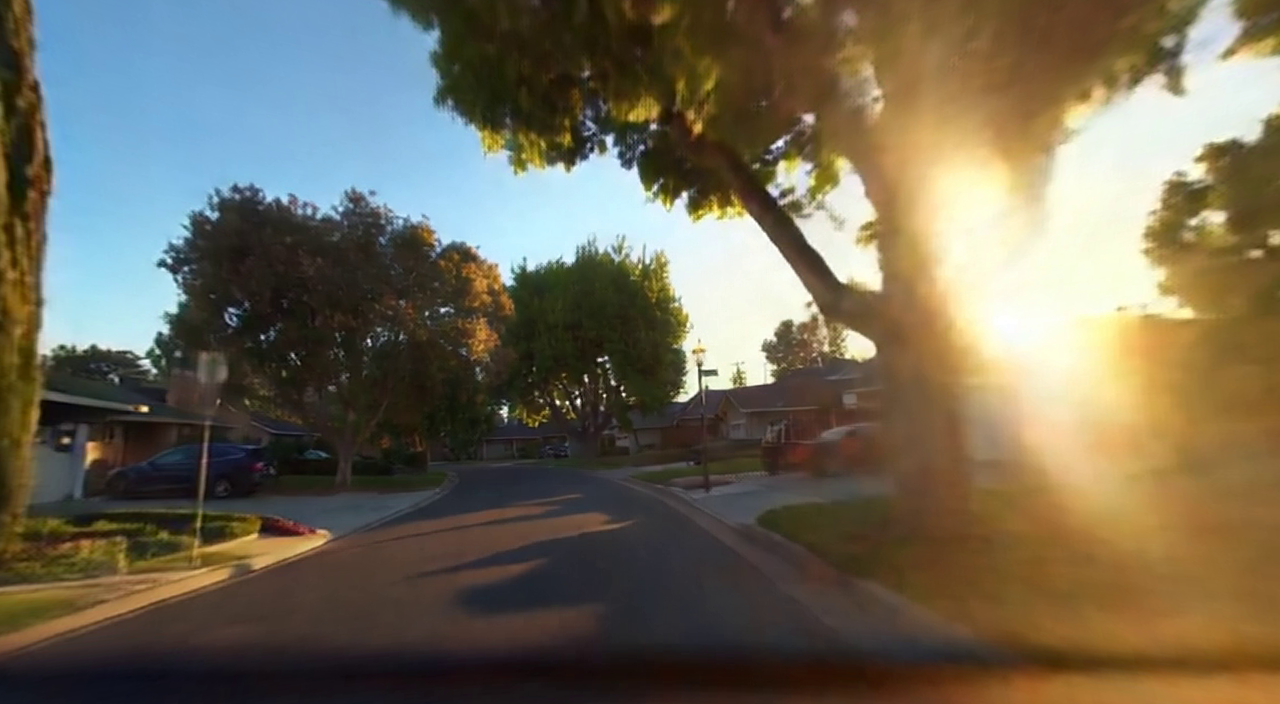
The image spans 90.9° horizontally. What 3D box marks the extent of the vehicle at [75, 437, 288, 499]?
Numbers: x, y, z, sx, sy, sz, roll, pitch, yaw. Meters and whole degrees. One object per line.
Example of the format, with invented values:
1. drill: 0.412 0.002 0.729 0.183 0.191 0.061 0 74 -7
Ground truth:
1. vehicle: -12.840 3.259 17.927 4.471 1.638 1.877 1 -8 -4
